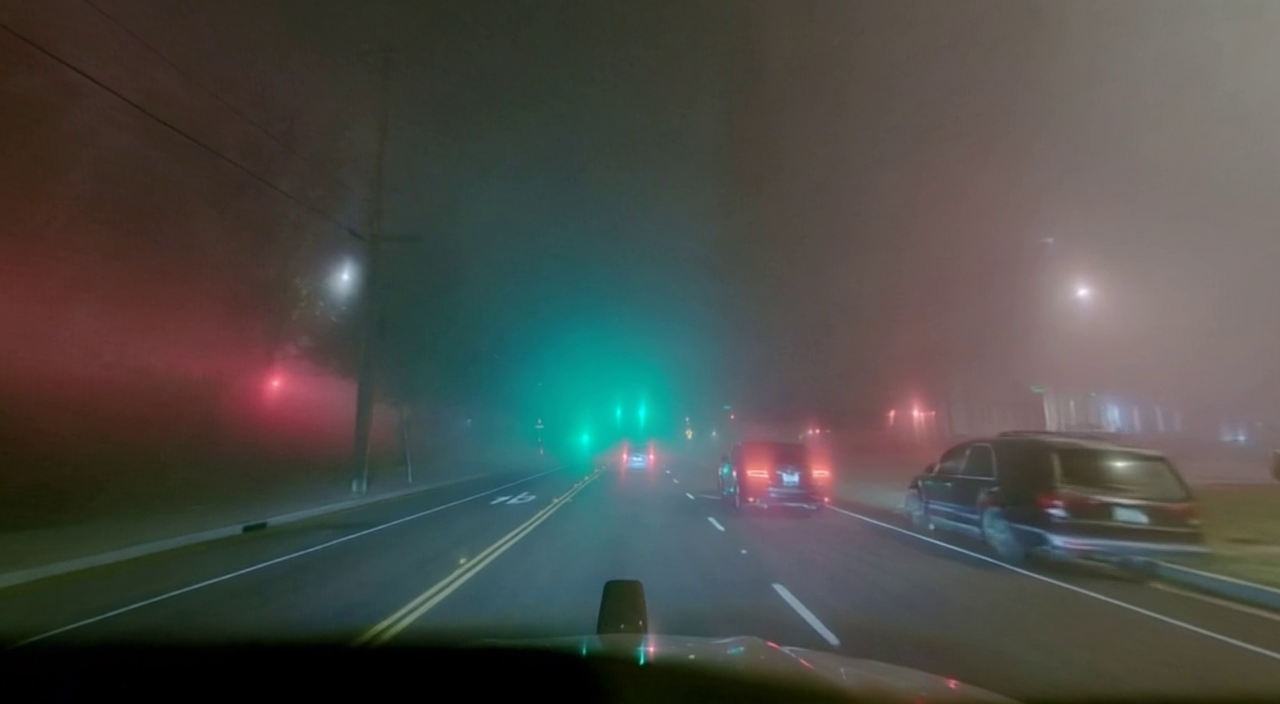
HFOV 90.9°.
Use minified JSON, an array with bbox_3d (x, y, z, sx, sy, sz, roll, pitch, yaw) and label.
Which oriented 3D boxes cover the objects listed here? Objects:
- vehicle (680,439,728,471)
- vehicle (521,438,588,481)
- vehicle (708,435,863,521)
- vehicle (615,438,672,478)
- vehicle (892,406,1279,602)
[{"bbox_3d":[3.172,5.205,32.025,1.943,1.484,4.030,0,-8,-1],"label":"vehicle"},{"bbox_3d":[-3.256,4.200,24.964,2.012,1.505,4.205,0,-8,1],"label":"vehicle"},{"bbox_3d":[2.790,2.522,13.287,2.158,1.483,4.415,0,-8,-1],"label":"vehicle"},{"bbox_3d":[0.104,4.212,25.314,2.101,1.467,4.210,0,-8,0],"label":"vehicle"},{"bbox_3d":[5.675,1.877,8.877,2.277,1.850,4.717,4,-8,-1],"label":"vehicle"}]
